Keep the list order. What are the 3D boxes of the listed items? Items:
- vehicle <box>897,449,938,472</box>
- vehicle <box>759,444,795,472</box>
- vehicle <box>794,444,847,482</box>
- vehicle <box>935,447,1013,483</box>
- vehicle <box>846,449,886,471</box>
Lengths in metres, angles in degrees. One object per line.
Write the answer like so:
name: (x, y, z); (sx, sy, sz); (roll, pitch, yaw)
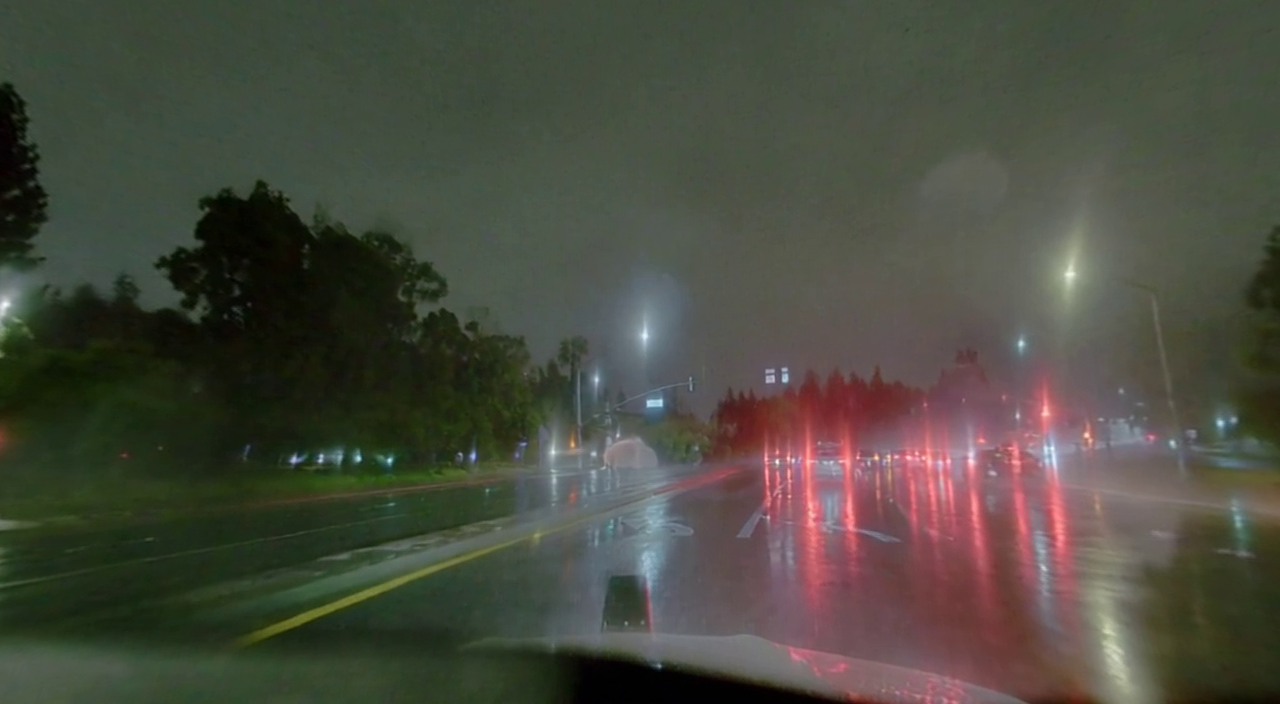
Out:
vehicle: (19.299, 7.565, 44.047); (1.901, 1.484, 4.093); (-2, -9, 14)
vehicle: (9.660, 7.370, 44.102); (2.245, 1.800, 4.522); (-2, -9, 14)
vehicle: (8.189, 5.012, 28.742); (2.078, 1.578, 4.107); (-3, -9, 15)
vehicle: (14.320, 4.847, 27.289); (1.884, 1.422, 4.262); (-3, -9, 13)
vehicle: (15.521, 7.423, 43.506); (2.063, 1.476, 4.361); (-3, -9, 14)
